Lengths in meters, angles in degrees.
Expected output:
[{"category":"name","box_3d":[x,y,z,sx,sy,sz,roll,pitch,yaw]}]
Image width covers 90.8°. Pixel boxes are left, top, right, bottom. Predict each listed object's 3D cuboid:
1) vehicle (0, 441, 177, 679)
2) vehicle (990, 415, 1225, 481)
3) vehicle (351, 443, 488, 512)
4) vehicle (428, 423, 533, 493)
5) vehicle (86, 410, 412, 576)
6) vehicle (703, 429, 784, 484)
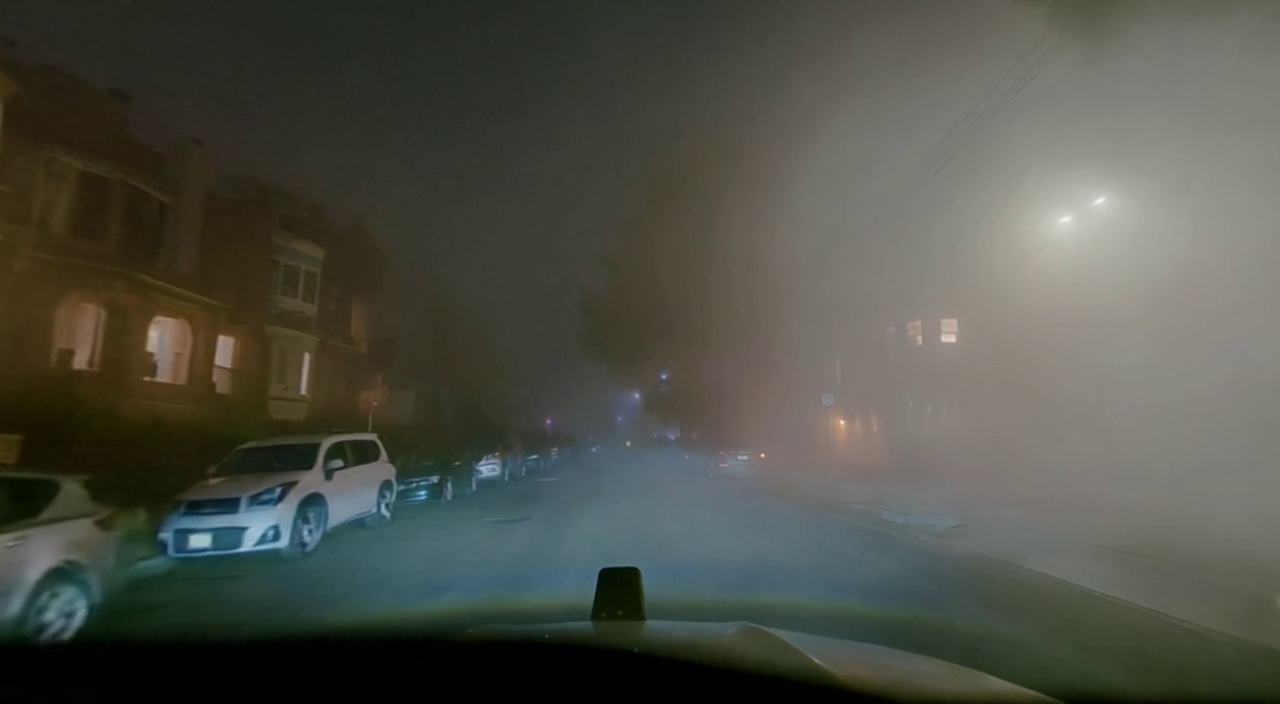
[{"category":"vehicle","box_3d":[-4.925,1.212,3.308,1.901,1.486,4.422,1,-8,-5]},{"category":"vehicle","box_3d":[11.397,2.366,15.631,4.336,1.520,1.876,0,-8,-2]},{"category":"vehicle","box_3d":[-5.255,3.015,15.798,1.858,1.456,4.587,0,-8,-1]},{"category":"vehicle","box_3d":[-5.354,3.657,22.157,2.390,2.123,5.371,0,-8,-1]},{"category":"vehicle","box_3d":[-5.305,1.945,9.617,2.042,1.850,4.758,0,-8,-2]},{"category":"vehicle","box_3d":[3.513,3.651,22.339,1.994,1.710,4.699,0,-8,-1]}]
